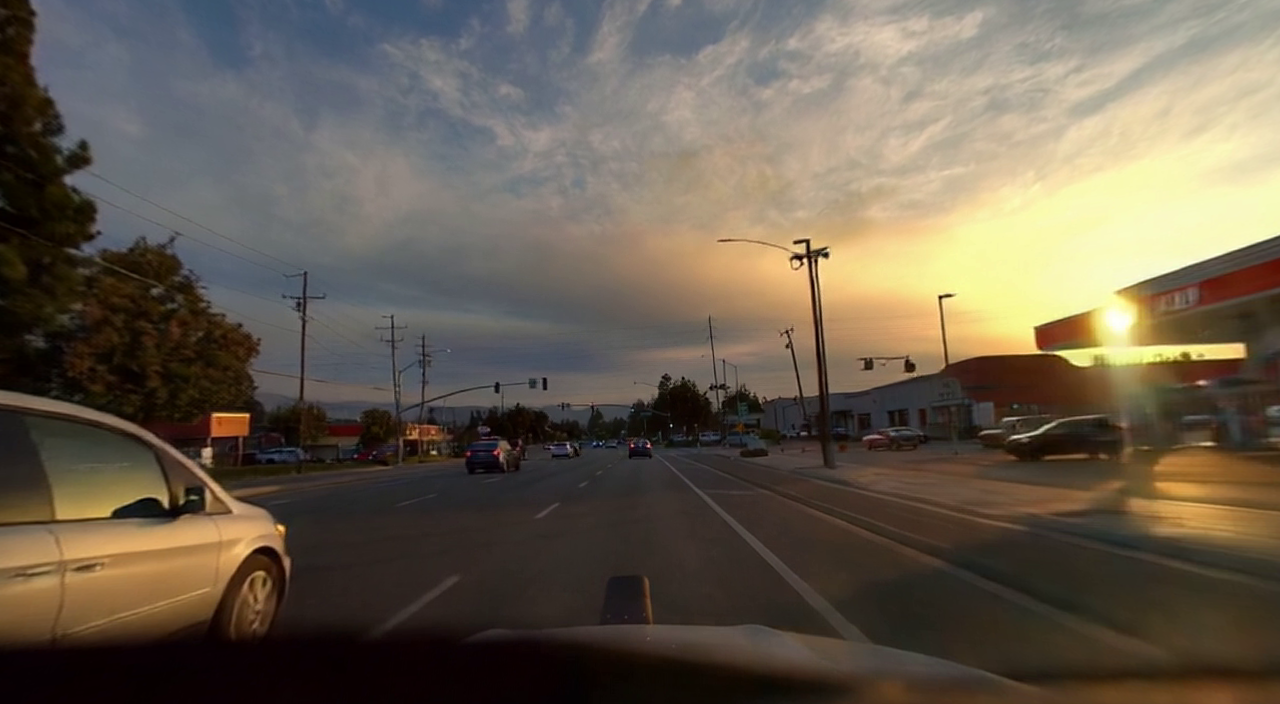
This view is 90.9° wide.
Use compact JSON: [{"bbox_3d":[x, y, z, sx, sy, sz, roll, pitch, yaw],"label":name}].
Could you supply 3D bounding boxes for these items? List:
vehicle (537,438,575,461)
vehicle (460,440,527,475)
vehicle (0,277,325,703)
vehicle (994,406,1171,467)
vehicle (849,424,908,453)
[{"bbox_3d":[-6.199,7.251,47.008,2.130,1.636,4.427,0,-8,1],"label":"vehicle"},{"bbox_3d":[-6.573,4.763,28.755,1.960,1.468,4.345,0,-8,1],"label":"vehicle"},{"bbox_3d":[-3.220,0.643,1.825,2.190,1.844,4.751,0,-8,-1],"label":"vehicle"},{"bbox_3d":[16.055,3.152,23.437,2.178,1.911,5.852,-1,-8,-2],"label":"vehicle"},{"bbox_3d":[16.112,5.890,42.821,2.116,1.849,4.806,0,-8,0],"label":"vehicle"}]
